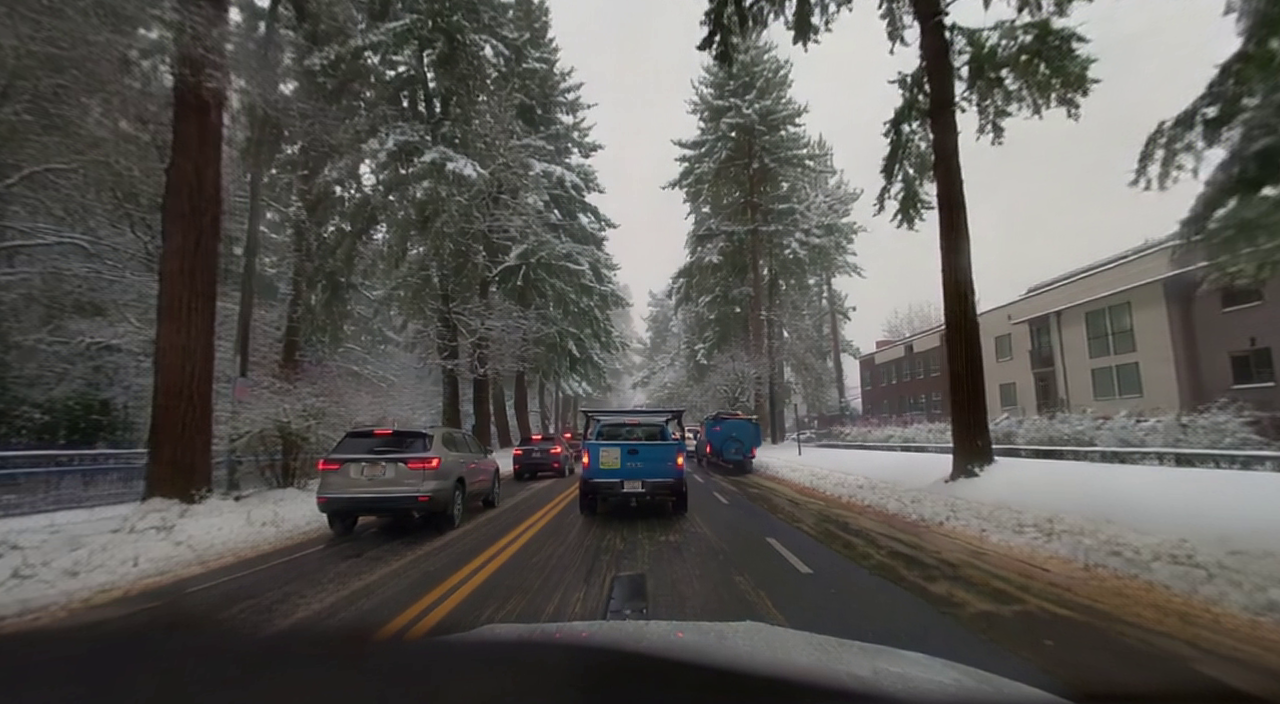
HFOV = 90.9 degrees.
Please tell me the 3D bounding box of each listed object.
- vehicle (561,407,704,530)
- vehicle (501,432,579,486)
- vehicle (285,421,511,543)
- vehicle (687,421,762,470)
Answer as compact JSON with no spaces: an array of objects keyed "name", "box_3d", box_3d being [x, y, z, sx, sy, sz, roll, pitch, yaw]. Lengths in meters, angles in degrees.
[{"name":"vehicle","box_3d":[-0.085,1.995,11.273,2.075,1.770,4.018,0,-8,1]},{"name":"vehicle","box_3d":[-3.233,3.537,21.132,1.894,1.642,3.861,0,-8,1]},{"name":"vehicle","box_3d":[-3.741,2.089,10.852,1.959,1.614,4.676,0,-8,1]},{"name":"vehicle","box_3d":[3.780,4.385,29.575,2.655,2.054,6.098,0,-8,0]}]
